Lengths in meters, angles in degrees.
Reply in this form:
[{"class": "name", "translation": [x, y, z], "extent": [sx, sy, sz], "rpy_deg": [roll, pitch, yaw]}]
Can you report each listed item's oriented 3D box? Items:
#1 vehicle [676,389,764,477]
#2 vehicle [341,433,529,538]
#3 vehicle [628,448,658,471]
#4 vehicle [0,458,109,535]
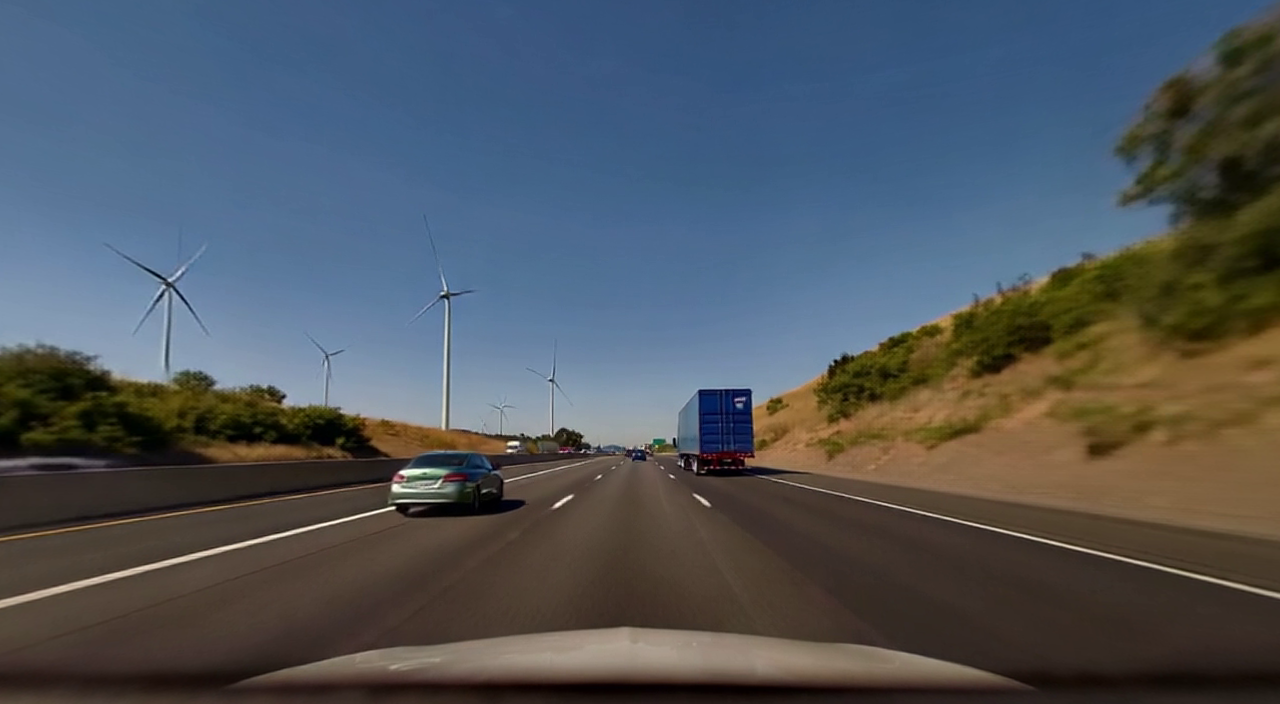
[{"class": "vehicle", "translation": [4.009, 4.703, 35.466], "extent": [2.947, 3.989, 13.568], "rpy_deg": [0, -9, -1]}, {"class": "vehicle", "translation": [-3.352, 2.265, 11.299], "extent": [1.952, 1.521, 4.095], "rpy_deg": [0, -9, 0]}, {"class": "vehicle", "translation": [0.166, 7.099, 41.951], "extent": [1.931, 1.453, 3.695], "rpy_deg": [0, -9, -1]}, {"class": "vehicle", "translation": [-12.835, 2.782, 12.260], "extent": [1.777, 1.394, 3.724], "rpy_deg": [0, -9, -1]}]
